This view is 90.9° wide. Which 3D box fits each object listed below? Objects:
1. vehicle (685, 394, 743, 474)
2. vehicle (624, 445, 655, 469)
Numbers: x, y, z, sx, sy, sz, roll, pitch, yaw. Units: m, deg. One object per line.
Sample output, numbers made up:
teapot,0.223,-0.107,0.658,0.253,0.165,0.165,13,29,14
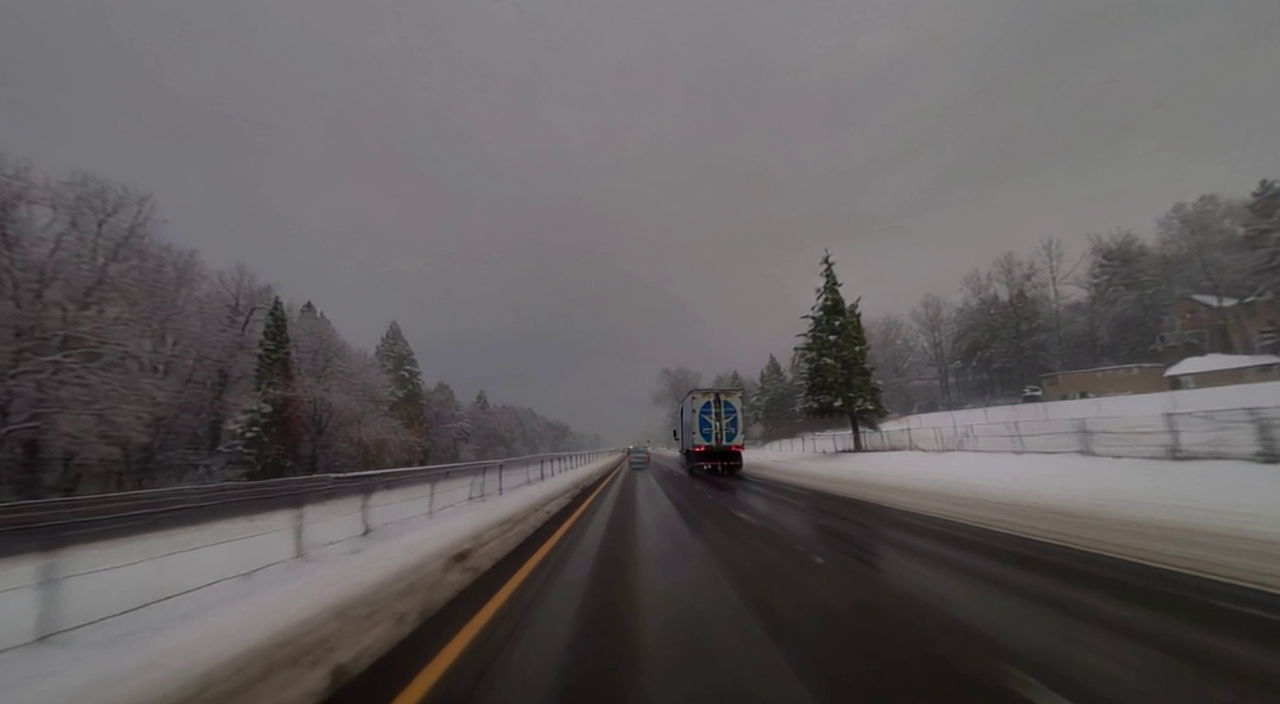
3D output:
vehicle,4.200,4.882,37.034,2.704,4.310,5.716,0,-9,0
vehicle,-0.042,7.193,43.303,2.065,1.573,3.734,0,-9,0
